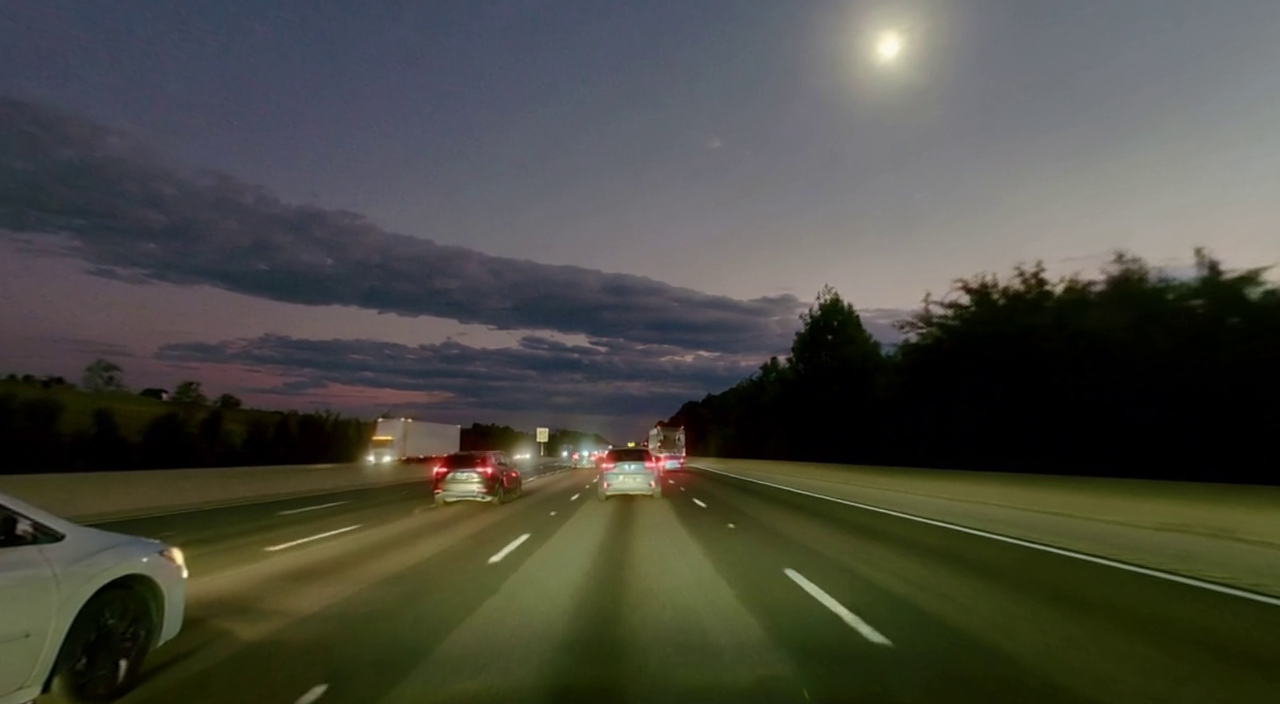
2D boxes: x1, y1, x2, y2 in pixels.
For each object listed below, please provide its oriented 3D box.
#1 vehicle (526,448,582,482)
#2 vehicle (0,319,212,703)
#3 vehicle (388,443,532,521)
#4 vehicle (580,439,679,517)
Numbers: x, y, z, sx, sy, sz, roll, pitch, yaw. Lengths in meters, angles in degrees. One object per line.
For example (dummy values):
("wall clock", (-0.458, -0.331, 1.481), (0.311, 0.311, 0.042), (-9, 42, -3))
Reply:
("vehicle", (-4.060, 5.403, 30.464), (1.999, 1.484, 4.269), (0, -9, 1))
("vehicle", (-3.961, 0.618, 1.559), (2.243, 1.889, 4.949), (0, -9, 1))
("vehicle", (-3.871, 2.877, 14.491), (1.988, 1.501, 4.438), (0, -9, 0))
("vehicle", (-0.235, 2.834, 14.569), (1.996, 1.574, 3.426), (0, -9, -1))
